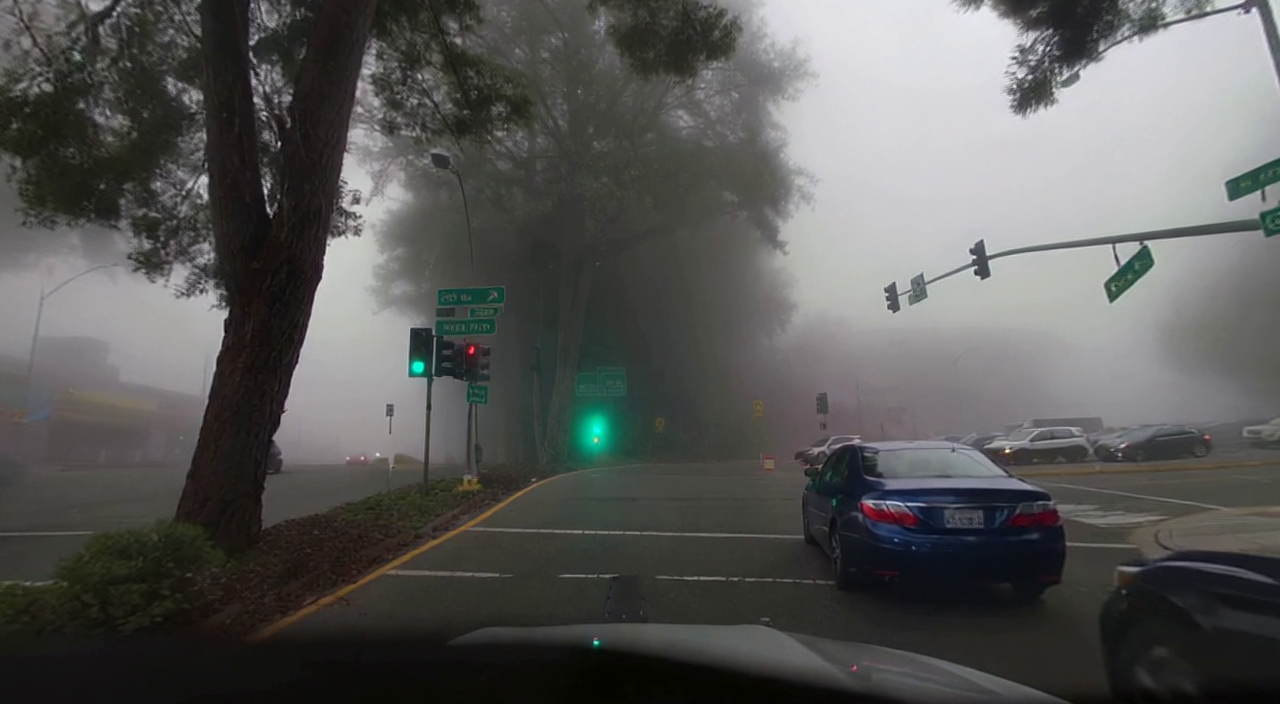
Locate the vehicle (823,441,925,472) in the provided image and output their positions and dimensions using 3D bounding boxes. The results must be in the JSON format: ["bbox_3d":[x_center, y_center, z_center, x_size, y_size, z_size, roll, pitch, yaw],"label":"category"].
[{"bbox_3d":[11.865,5.261,31.996,4.703,1.492,1.930,3,-9,-22],"label":"vehicle"}]

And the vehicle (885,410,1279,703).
[{"bbox_3d":[3.959,1.298,4.884,1.940,1.487,4.562,1,-8,-5],"label":"vehicle"}]

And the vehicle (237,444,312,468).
[{"bbox_3d":[-23.680,6.746,41.053,2.201,1.483,4.656,0,-8,-1],"label":"vehicle"}]

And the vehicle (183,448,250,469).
[{"bbox_3d":[-30.875,7.738,46.124,2.105,1.426,4.202,0,-8,-2],"label":"vehicle"}]
